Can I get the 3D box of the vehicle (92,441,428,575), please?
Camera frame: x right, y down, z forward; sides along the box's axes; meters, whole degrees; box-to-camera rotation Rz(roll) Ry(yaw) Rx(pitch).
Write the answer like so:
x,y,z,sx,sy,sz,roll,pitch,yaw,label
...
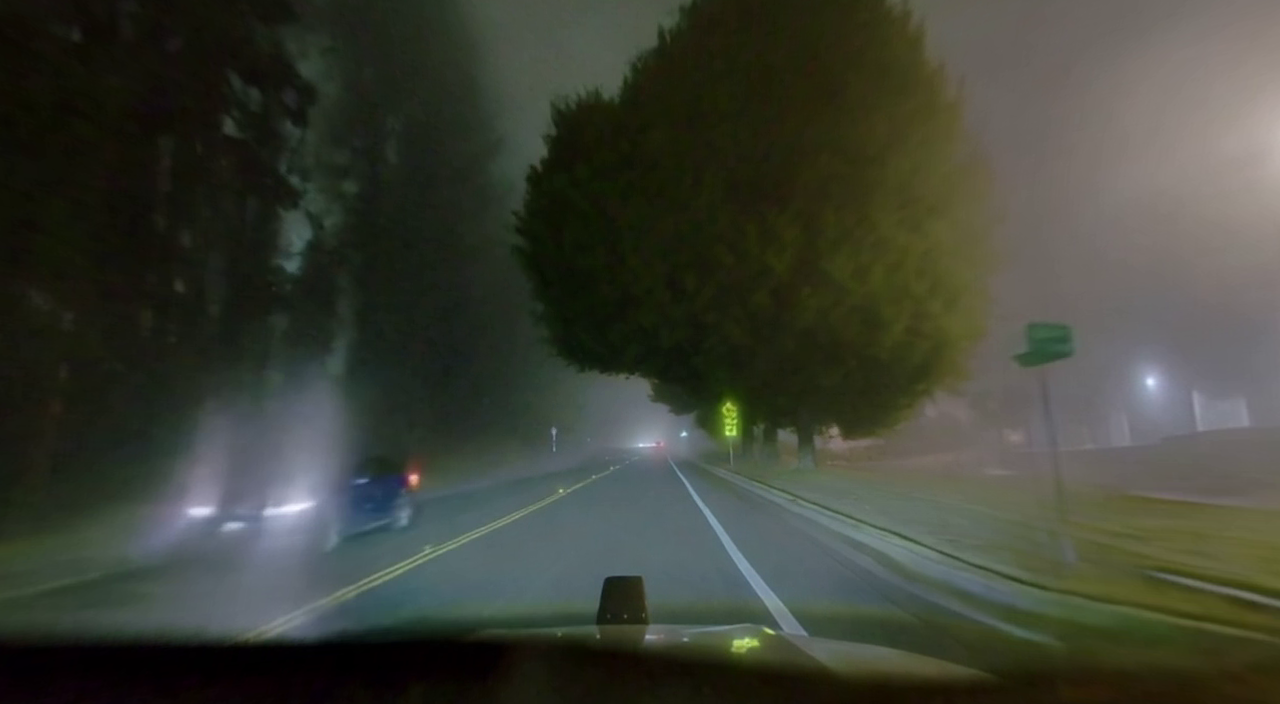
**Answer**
x,y,z,sx,sy,sz,roll,pitch,yaw,label
-4.657,1.919,8.597,1.923,1.366,3.965,-1,-8,4,vehicle
